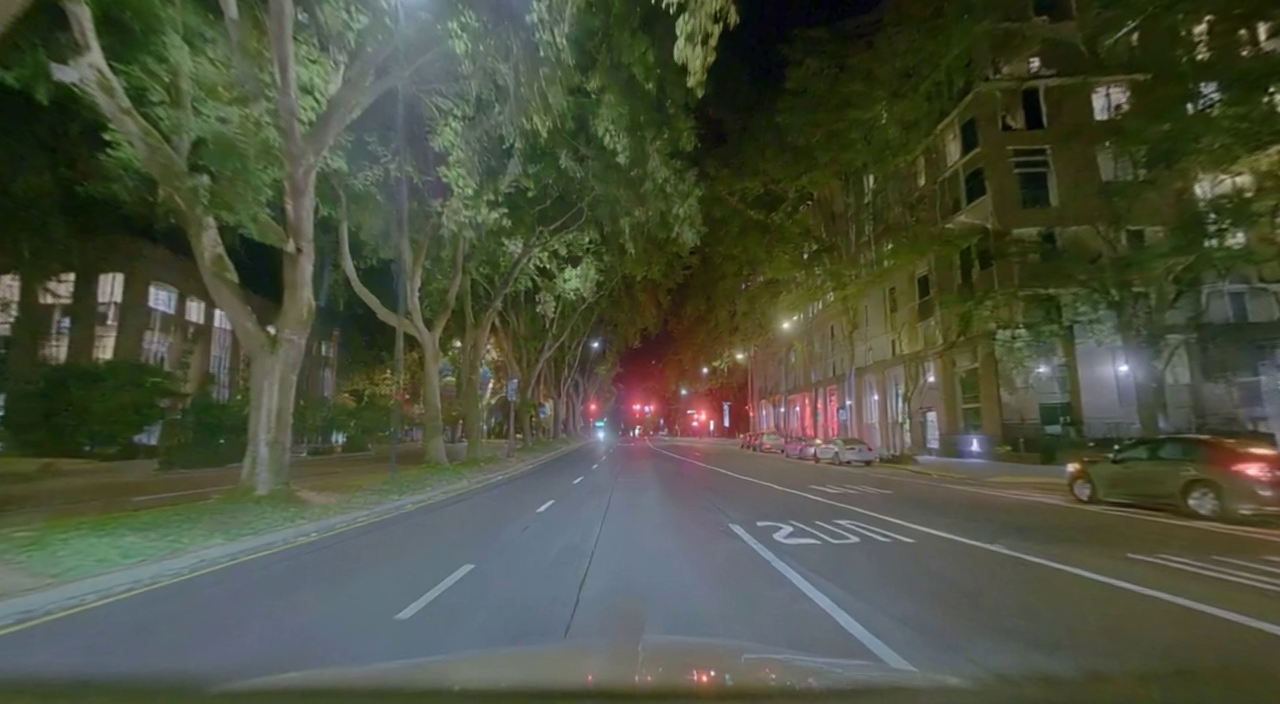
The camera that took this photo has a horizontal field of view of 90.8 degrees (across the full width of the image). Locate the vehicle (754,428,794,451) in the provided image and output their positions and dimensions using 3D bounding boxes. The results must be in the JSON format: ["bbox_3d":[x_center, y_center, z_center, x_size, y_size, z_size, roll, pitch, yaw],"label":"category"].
[{"bbox_3d":[10.317,6.841,49.066,1.947,1.716,4.861,0,-9,-1],"label":"vehicle"}]

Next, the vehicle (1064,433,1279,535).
[{"bbox_3d":[10.544,2.323,11.761,1.911,1.533,4.670,0,-9,-2],"label":"vehicle"}]

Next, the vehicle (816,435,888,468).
[{"bbox_3d":[10.595,5.005,31.881,1.927,1.489,4.532,0,-9,-2],"label":"vehicle"}]
